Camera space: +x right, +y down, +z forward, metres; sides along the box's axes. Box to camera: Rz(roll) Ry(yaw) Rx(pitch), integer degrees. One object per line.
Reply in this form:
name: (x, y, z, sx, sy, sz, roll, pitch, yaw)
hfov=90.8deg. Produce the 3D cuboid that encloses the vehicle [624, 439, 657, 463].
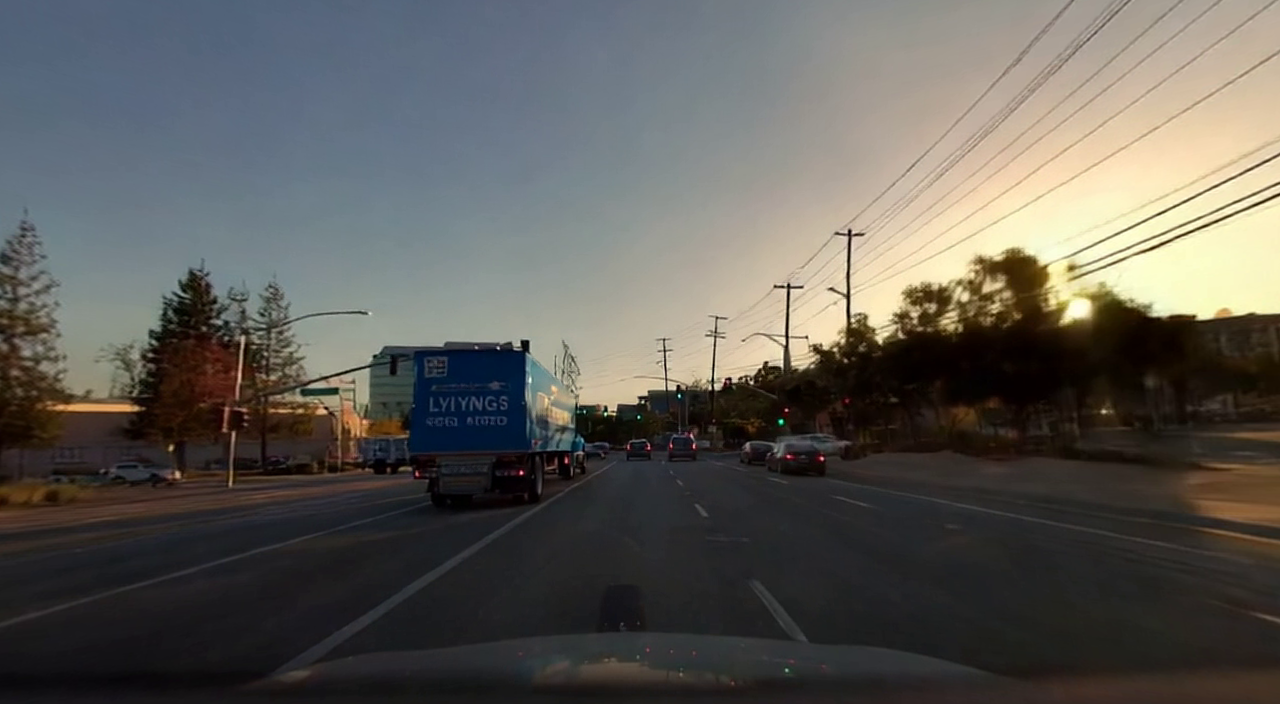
vehicle: (0.001, 6.747, 43.103, 2.117, 1.499, 4.036, 0, -8, -1)

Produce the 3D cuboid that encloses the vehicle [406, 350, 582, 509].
vehicle: (-3.458, 2.230, 17.592, 2.889, 3.347, 8.285, 0, -8, 0)

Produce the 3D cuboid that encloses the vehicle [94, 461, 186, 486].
vehicle: (-36.541, 8.859, 46.269, 4.718, 1.630, 2.087, 2, -9, -12)

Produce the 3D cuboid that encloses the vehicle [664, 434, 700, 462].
vehicle: (2.908, 6.727, 44.473, 2.086, 1.849, 4.607, 0, -8, -2)

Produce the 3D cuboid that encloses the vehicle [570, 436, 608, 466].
vehicle: (-3.181, 6.260, 40.079, 1.994, 1.806, 4.564, 0, -8, 0)

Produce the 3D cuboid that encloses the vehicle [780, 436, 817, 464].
vehicle: (10.339, 6.333, 40.946, 2.102, 1.662, 4.533, -3, -9, 15)
